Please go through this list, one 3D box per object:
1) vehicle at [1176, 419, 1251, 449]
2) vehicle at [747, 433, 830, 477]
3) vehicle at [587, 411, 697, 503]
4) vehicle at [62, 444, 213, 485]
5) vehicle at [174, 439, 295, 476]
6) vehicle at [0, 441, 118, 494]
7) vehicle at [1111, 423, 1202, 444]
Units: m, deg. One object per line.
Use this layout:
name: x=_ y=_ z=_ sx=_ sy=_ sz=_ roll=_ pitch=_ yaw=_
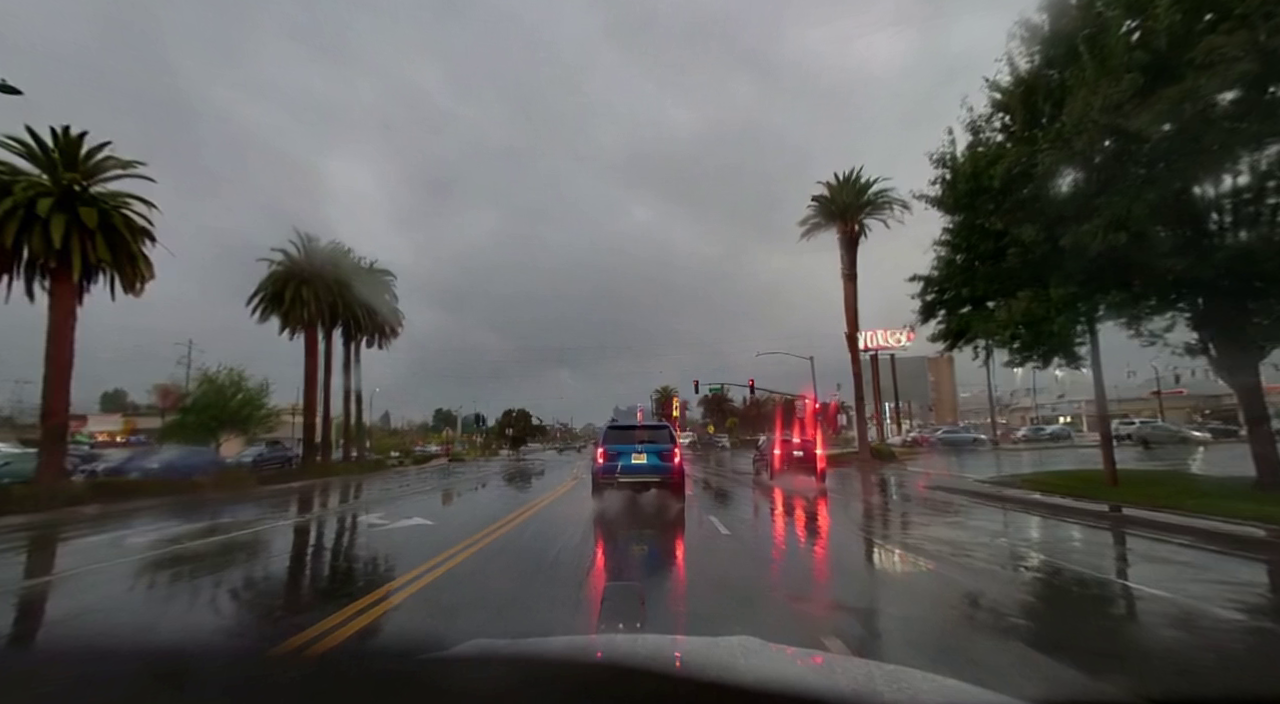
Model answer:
vehicle: x=29.687 y=4.285 z=32.862 sx=1.869 sy=1.427 sz=4.687 roll=-5 pitch=-10 yaw=30
vehicle: x=5.791 y=4.087 z=25.273 sx=2.086 sy=1.560 sz=4.542 roll=0 pitch=-8 yaw=-2
vehicle: x=-0.144 y=2.588 z=15.935 sx=2.263 sy=1.932 sz=4.709 roll=1 pitch=-8 yaw=-6
vehicle: x=-19.648 y=4.395 z=24.847 sx=4.370 sy=1.504 sz=1.864 roll=0 pitch=-8 yaw=2
vehicle: x=-19.313 y=5.019 z=30.222 sx=4.510 sy=1.682 sz=1.902 roll=0 pitch=-8 yaw=2
vehicle: x=-19.442 y=3.547 z=19.628 sx=4.415 sy=1.547 sz=2.257 roll=0 pitch=-8 yaw=0
vehicle: x=37.562 y=5.972 z=46.082 sx=4.677 sy=1.478 sz=1.821 roll=-4 pitch=-9 yaw=24
